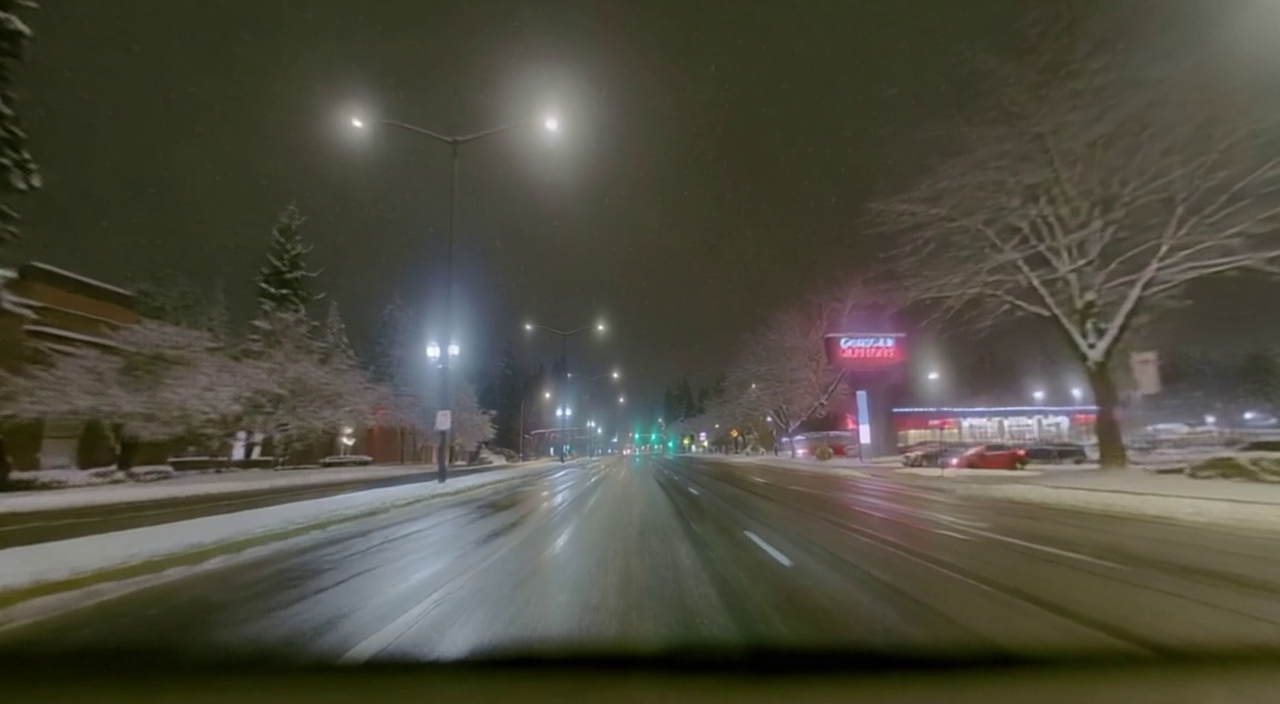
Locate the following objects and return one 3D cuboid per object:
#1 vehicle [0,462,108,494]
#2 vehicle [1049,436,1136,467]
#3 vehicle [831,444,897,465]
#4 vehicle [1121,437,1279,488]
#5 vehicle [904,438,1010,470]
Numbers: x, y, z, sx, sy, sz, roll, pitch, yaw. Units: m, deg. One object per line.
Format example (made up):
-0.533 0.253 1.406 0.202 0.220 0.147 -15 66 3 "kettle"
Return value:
-27.194 5.725 28.784 4.282 1.296 1.914 -2 -10 4 "vehicle"
28.047 6.196 39.361 1.931 1.784 4.813 0 -9 2 "vehicle"
17.115 7.831 48.441 4.324 1.536 1.947 0 -9 -1 "vehicle"
18.654 3.580 20.739 1.846 1.466 4.679 0 -9 -3 "vehicle"
17.985 5.827 36.031 4.935 1.753 1.958 0 -9 1 "vehicle"
